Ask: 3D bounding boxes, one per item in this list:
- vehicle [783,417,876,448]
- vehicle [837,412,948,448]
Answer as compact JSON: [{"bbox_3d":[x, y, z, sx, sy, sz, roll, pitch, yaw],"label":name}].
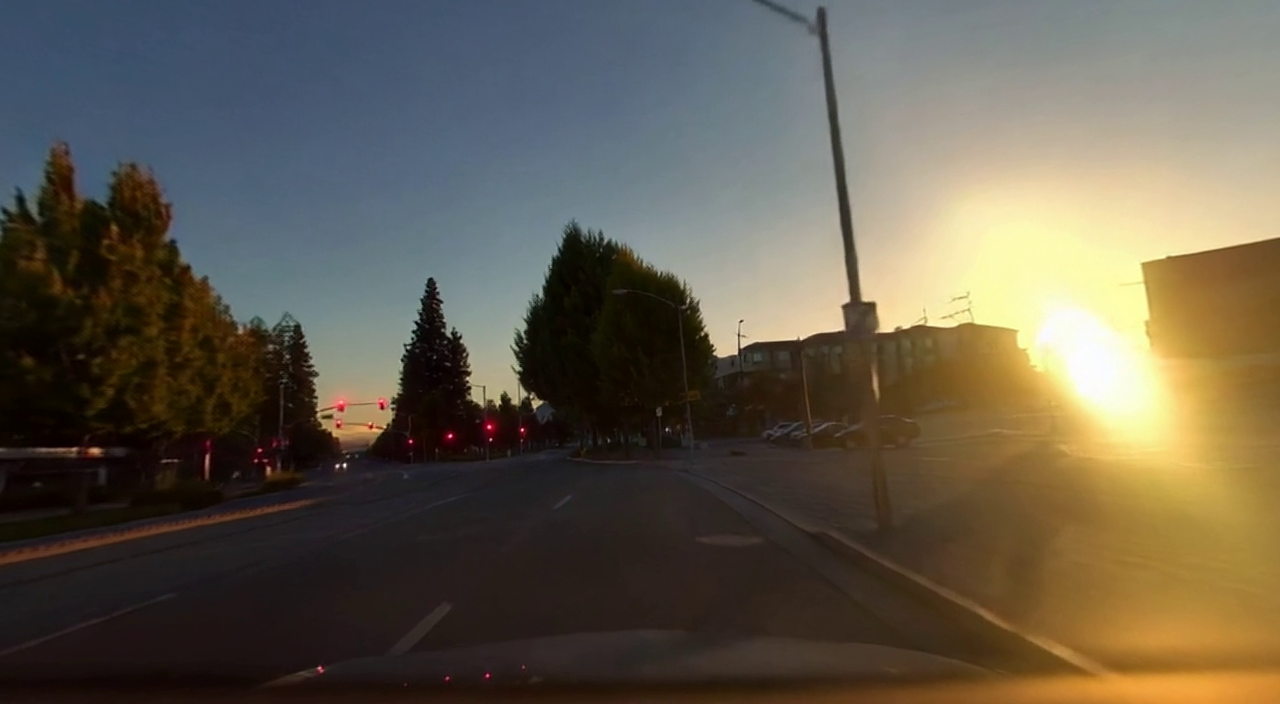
[{"bbox_3d":[10.403,4.453,34.809,4.400,1.584,1.964,2,-9,-12],"label":"vehicle"},{"bbox_3d":[11.727,3.667,29.516,4.332,1.581,2.028,1,-8,-11],"label":"vehicle"}]
